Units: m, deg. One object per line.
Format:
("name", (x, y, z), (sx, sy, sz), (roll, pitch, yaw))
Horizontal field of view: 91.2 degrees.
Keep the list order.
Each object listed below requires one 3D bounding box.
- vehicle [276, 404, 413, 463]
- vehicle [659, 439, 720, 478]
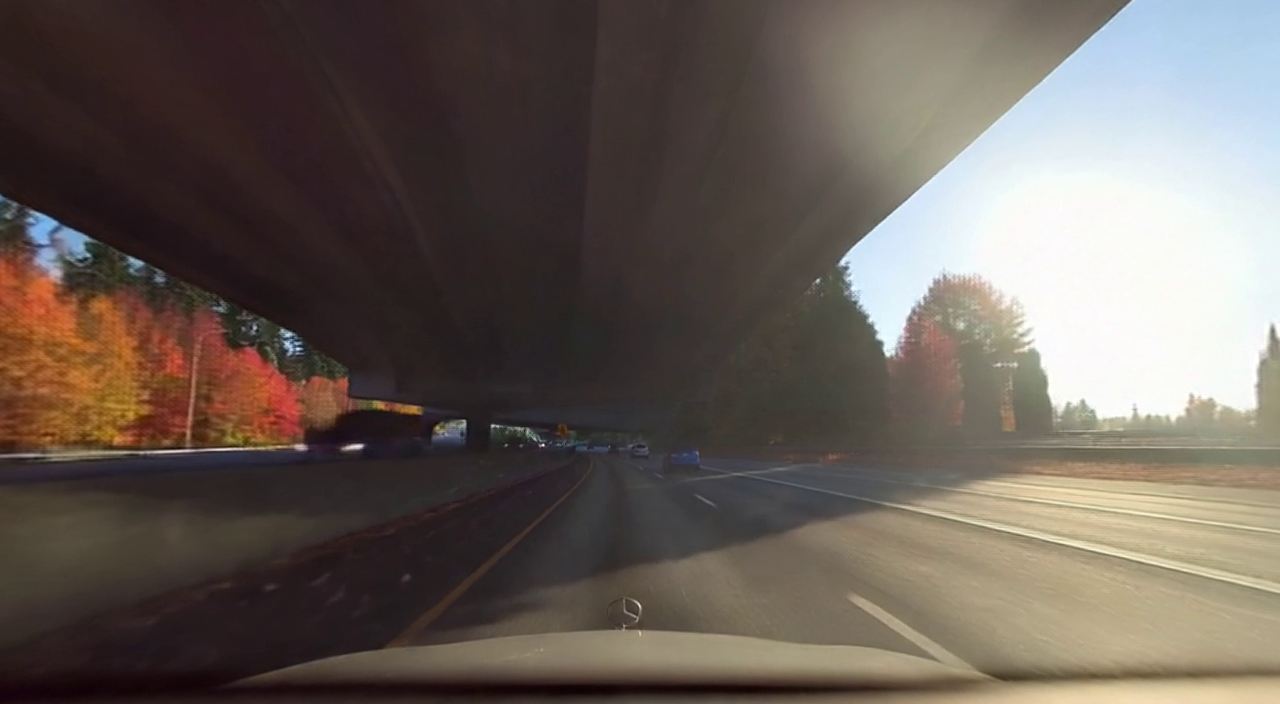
("vehicle", (-9.342, 2.708, 20.365), (2.185, 1.675, 4.704), (0, -9, -1))
("vehicle", (2.216, 4.945, 29.286), (2.337, 1.633, 4.222), (0, -9, -2))
